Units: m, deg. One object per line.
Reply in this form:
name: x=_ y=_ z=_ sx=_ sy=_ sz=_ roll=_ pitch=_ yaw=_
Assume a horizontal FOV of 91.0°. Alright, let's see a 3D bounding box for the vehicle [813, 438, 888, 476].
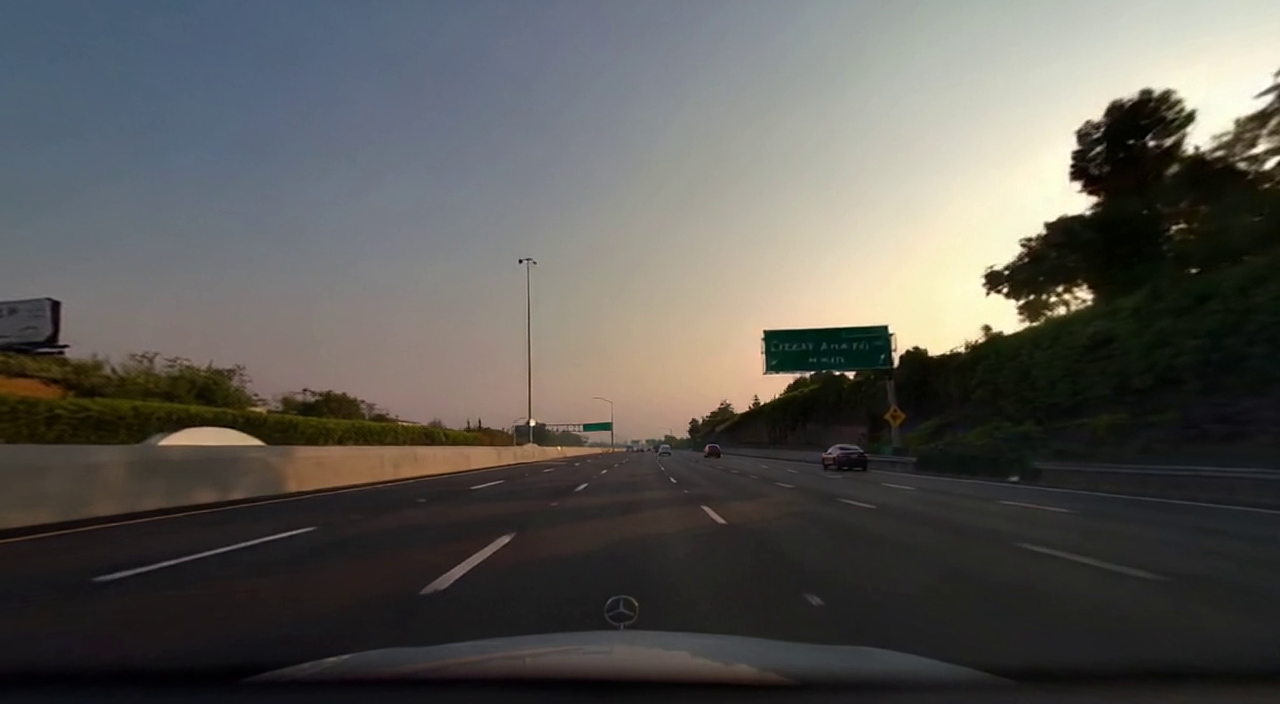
vehicle: x=10.460 y=5.248 z=31.660 sx=2.167 sy=1.781 sz=4.340 roll=0 pitch=-9 yaw=-1
